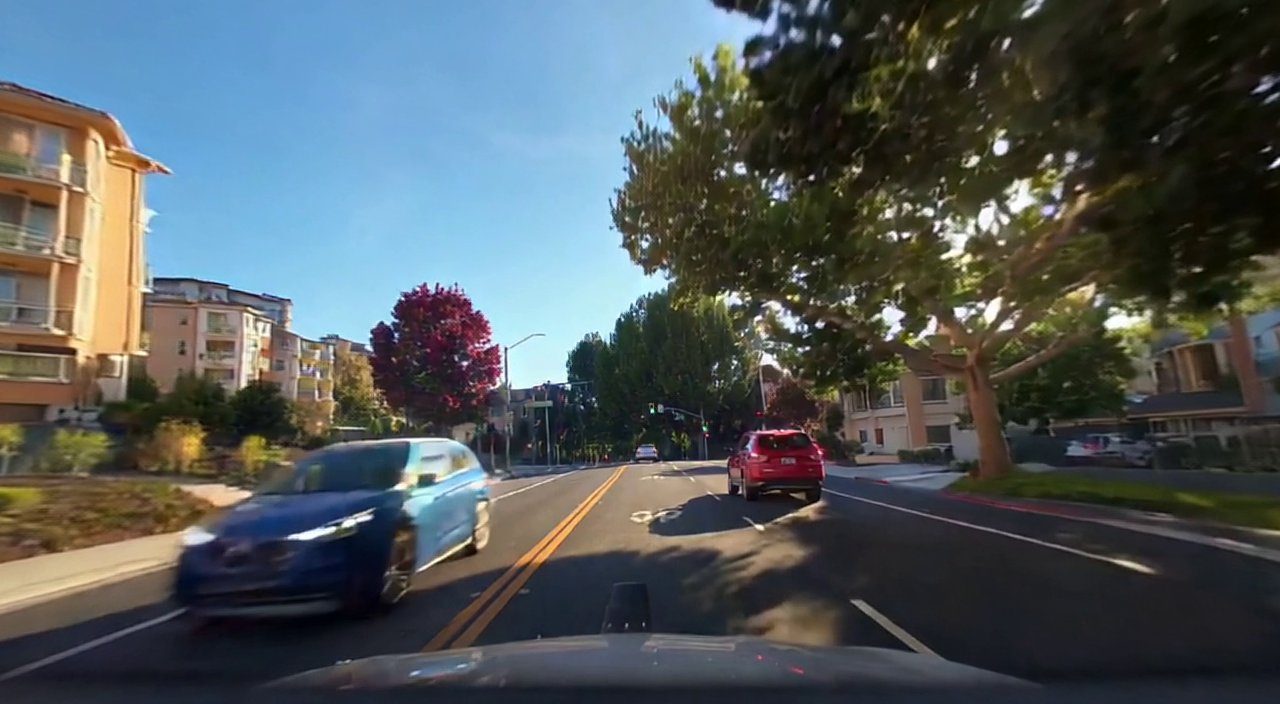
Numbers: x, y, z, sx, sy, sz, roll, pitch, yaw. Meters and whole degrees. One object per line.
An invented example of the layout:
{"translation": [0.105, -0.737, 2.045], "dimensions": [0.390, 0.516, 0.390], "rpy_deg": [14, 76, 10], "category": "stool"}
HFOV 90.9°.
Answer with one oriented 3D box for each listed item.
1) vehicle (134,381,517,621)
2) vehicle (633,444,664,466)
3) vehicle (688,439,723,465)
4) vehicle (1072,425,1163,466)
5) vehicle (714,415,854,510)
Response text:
{"translation": [-3.067, 1.600, 7.740], "dimensions": [2.110, 1.936, 5.020], "rpy_deg": [-1, -9, 0], "category": "vehicle"}
{"translation": [0.577, 7.455, 45.787], "dimensions": [2.097, 1.463, 4.043], "rpy_deg": [-1, -9, 0], "category": "vehicle"}
{"translation": [4.780, 7.389, 46.689], "dimensions": [2.335, 1.794, 4.898], "rpy_deg": [-1, -9, 4], "category": "vehicle"}
{"translation": [21.425, 4.156, 28.212], "dimensions": [4.704, 1.447, 1.990], "rpy_deg": [2, -10, -39], "category": "vehicle"}
{"translation": [3.164, 2.578, 15.048], "dimensions": [2.130, 1.863, 4.844], "rpy_deg": [0, -9, 0], "category": "vehicle"}
